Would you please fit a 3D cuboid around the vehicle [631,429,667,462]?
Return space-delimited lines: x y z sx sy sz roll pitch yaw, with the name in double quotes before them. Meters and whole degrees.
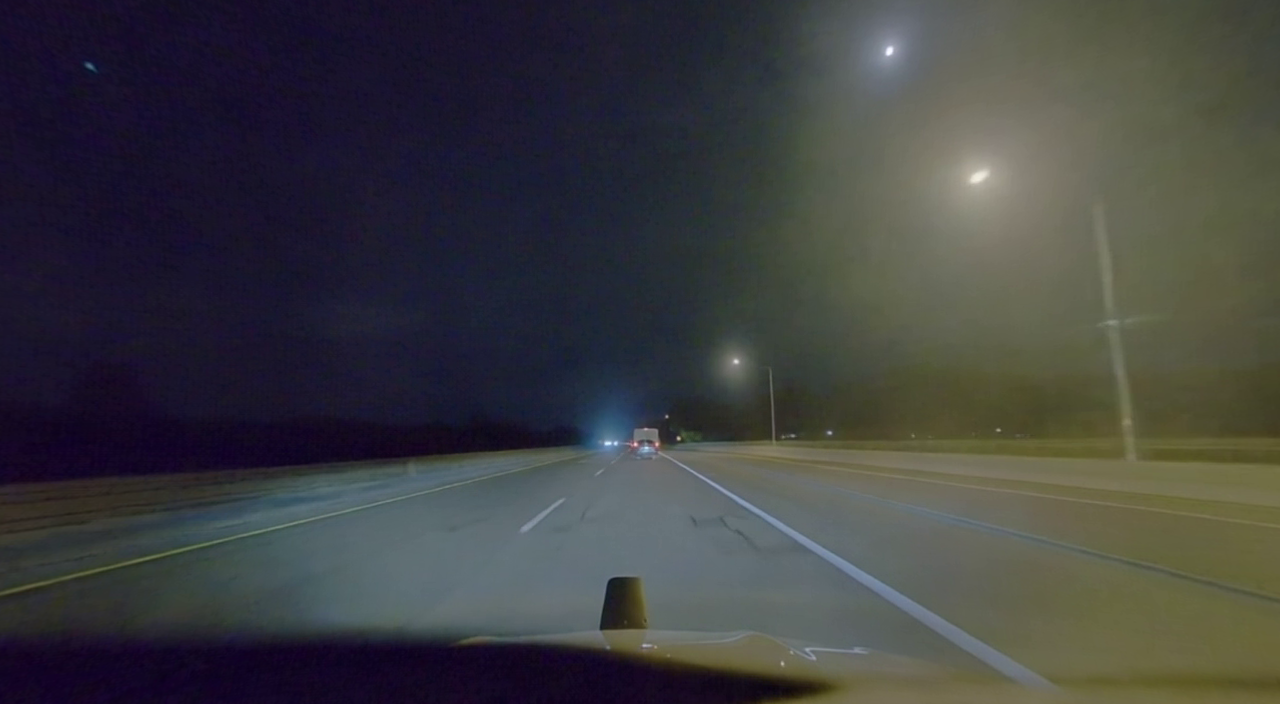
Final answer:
"vehicle" 0.639 6.317 42.605 2.277 2.109 4.922 0 -8 1
